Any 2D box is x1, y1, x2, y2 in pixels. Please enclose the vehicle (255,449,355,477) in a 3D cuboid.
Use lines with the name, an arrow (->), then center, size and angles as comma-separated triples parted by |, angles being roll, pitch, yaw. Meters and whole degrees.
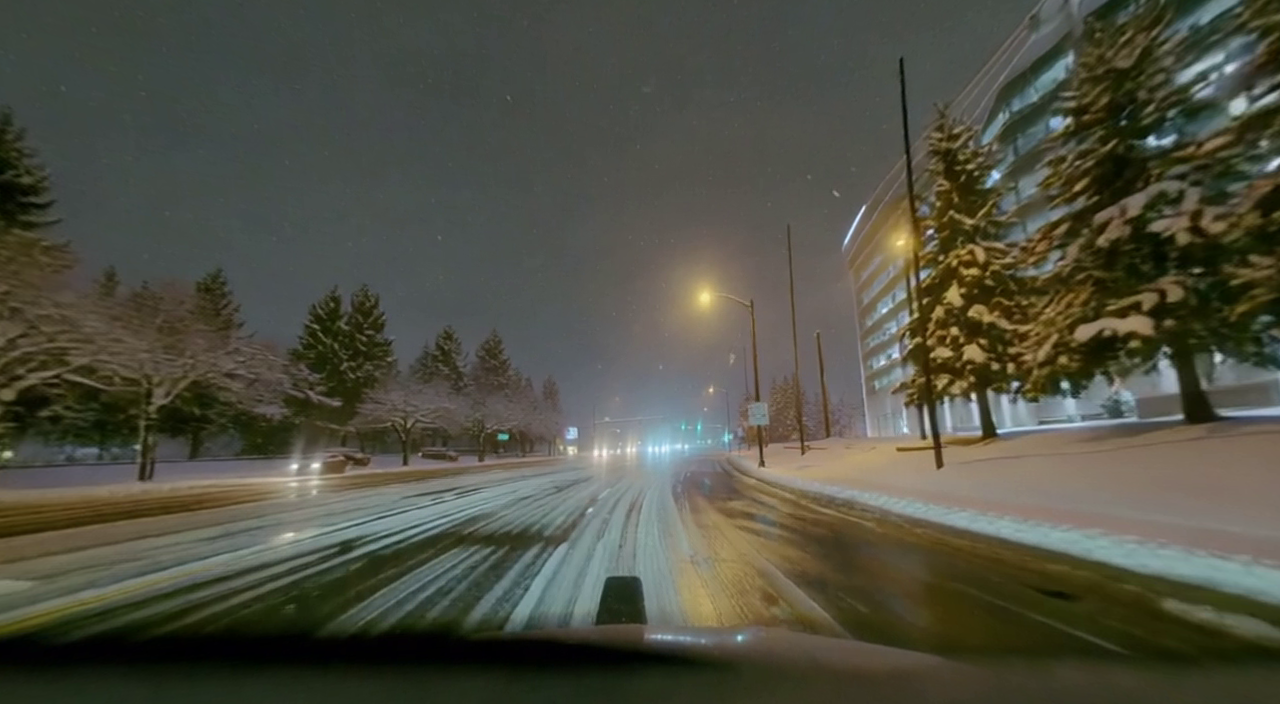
vehicle -> -19.712, 6.526, 37.034 | 4.783, 1.579, 2.157 | -2, -9, 11
